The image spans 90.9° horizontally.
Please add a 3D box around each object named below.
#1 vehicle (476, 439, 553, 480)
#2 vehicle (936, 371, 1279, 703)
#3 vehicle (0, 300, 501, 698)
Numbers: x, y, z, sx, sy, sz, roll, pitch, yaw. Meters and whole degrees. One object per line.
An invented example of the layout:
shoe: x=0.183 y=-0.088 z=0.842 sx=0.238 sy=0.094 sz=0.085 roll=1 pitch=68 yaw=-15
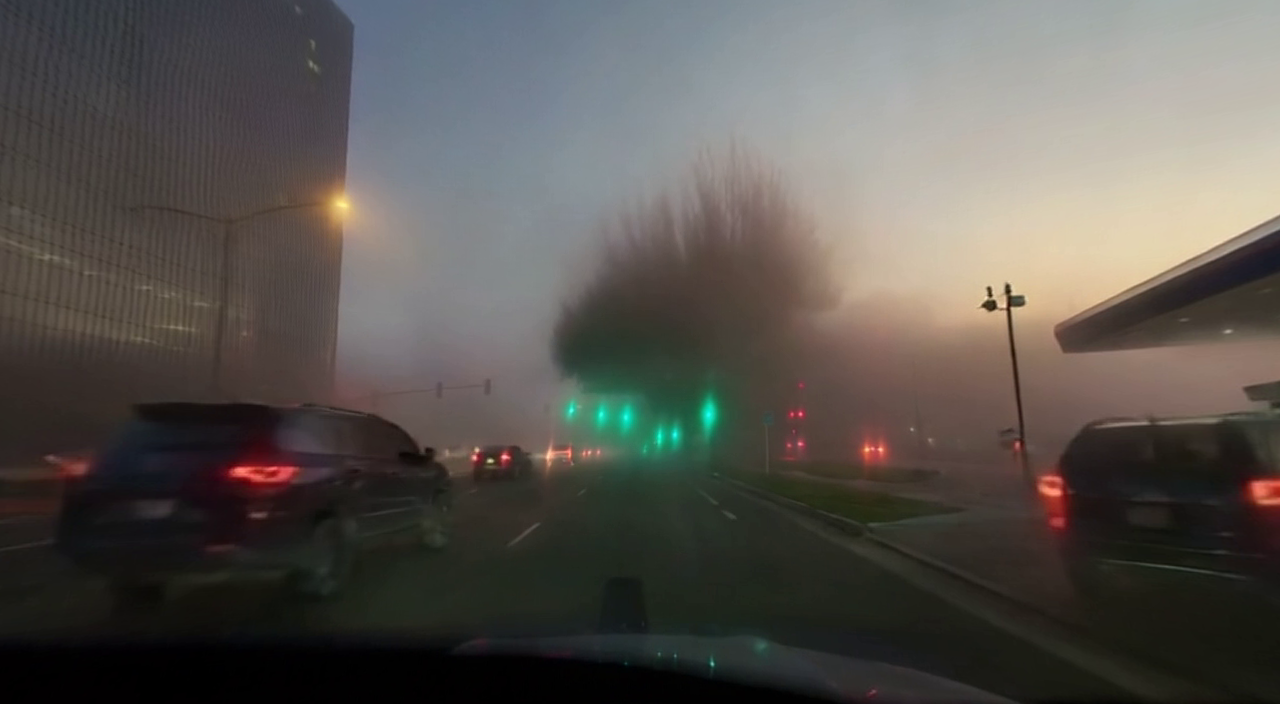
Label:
vehicle: x=-4.944 y=4.280 z=25.447 sx=1.900 sy=1.473 sz=4.425 roll=-1 pitch=-8 yaw=4
vehicle: x=4.691 y=1.259 z=5.212 sx=4.613 sy=1.751 sz=2.169 roll=7 pitch=-11 yaw=-39
vehicle: x=-3.593 y=1.215 z=6.574 sx=2.602 sy=2.091 sz=6.347 roll=0 pitch=-8 yaw=2
